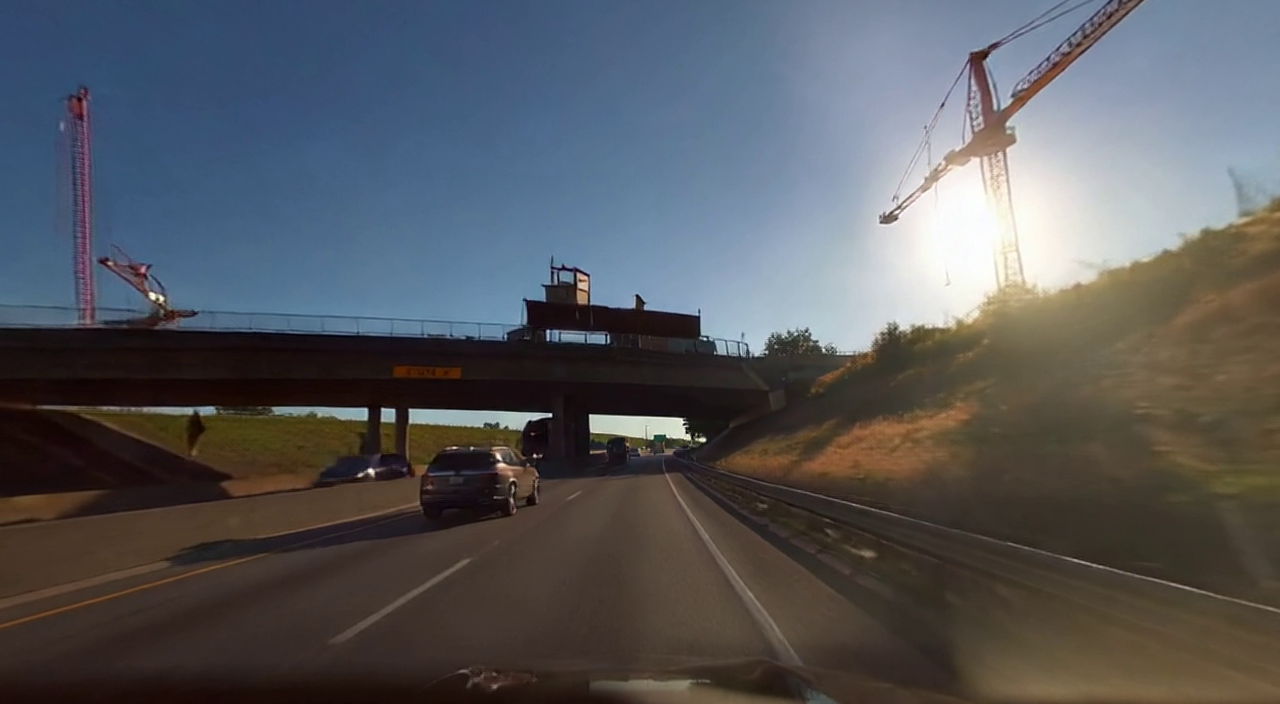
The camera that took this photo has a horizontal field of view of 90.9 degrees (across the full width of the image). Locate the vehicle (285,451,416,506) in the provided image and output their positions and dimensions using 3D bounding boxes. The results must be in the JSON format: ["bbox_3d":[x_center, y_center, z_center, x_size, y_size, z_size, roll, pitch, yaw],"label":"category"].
[{"bbox_3d":[-8.636,3.771,19.262,2.136,1.452,4.117,0,-9,-2],"label":"vehicle"}]

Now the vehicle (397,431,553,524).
[{"bbox_3d":[-3.280,2.598,13.490,2.194,1.648,3.984,0,-9,1],"label":"vehicle"}]
